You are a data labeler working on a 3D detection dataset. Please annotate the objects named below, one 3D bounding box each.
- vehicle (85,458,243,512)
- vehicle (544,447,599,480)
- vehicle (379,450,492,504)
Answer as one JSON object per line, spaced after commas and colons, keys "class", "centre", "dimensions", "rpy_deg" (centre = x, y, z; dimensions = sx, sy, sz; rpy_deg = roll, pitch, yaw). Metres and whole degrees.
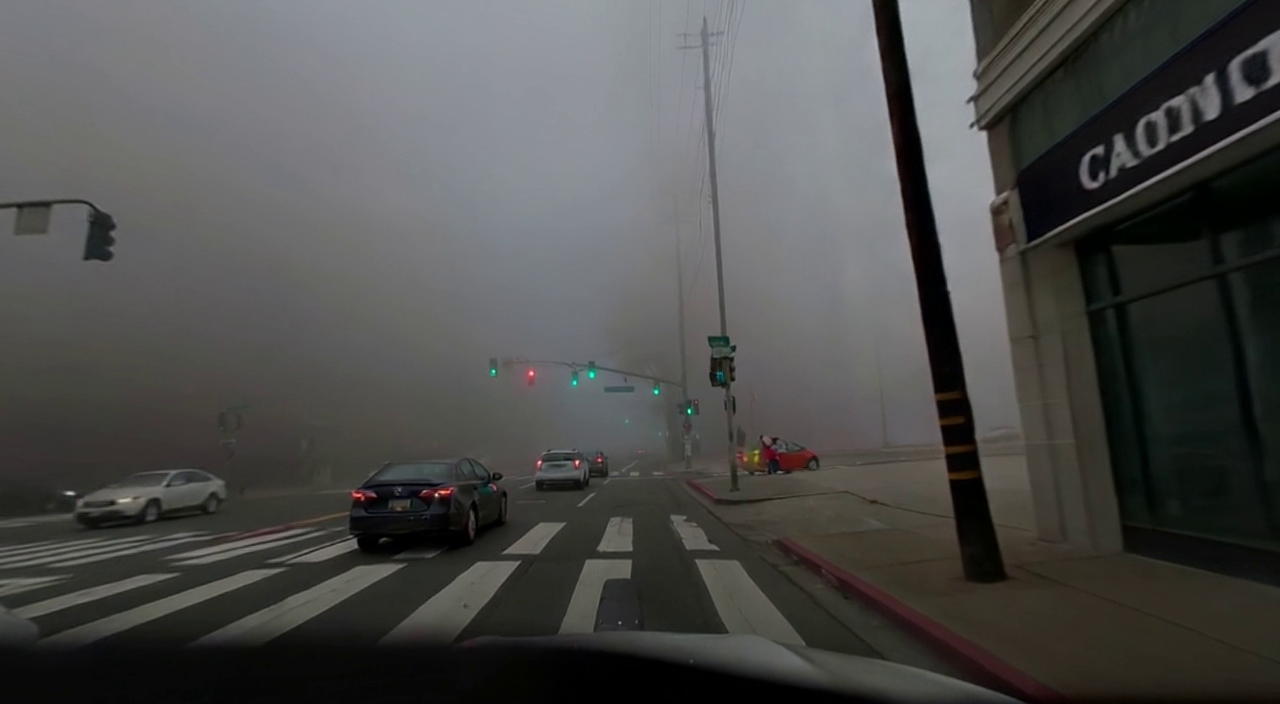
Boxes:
{"class": "vehicle", "centre": [-15.645, 4.465, 21.052], "dimensions": [1.964, 1.485, 4.252], "rpy_deg": [-4, -12, 0]}
{"class": "vehicle", "centre": [-3.217, 5.345, 30.532], "dimensions": [2.147, 1.472, 4.406], "rpy_deg": [0, -9, 1]}
{"class": "vehicle", "centre": [-6.308, 3.877, 20.027], "dimensions": [1.960, 1.479, 4.654], "rpy_deg": [0, -9, 1]}
